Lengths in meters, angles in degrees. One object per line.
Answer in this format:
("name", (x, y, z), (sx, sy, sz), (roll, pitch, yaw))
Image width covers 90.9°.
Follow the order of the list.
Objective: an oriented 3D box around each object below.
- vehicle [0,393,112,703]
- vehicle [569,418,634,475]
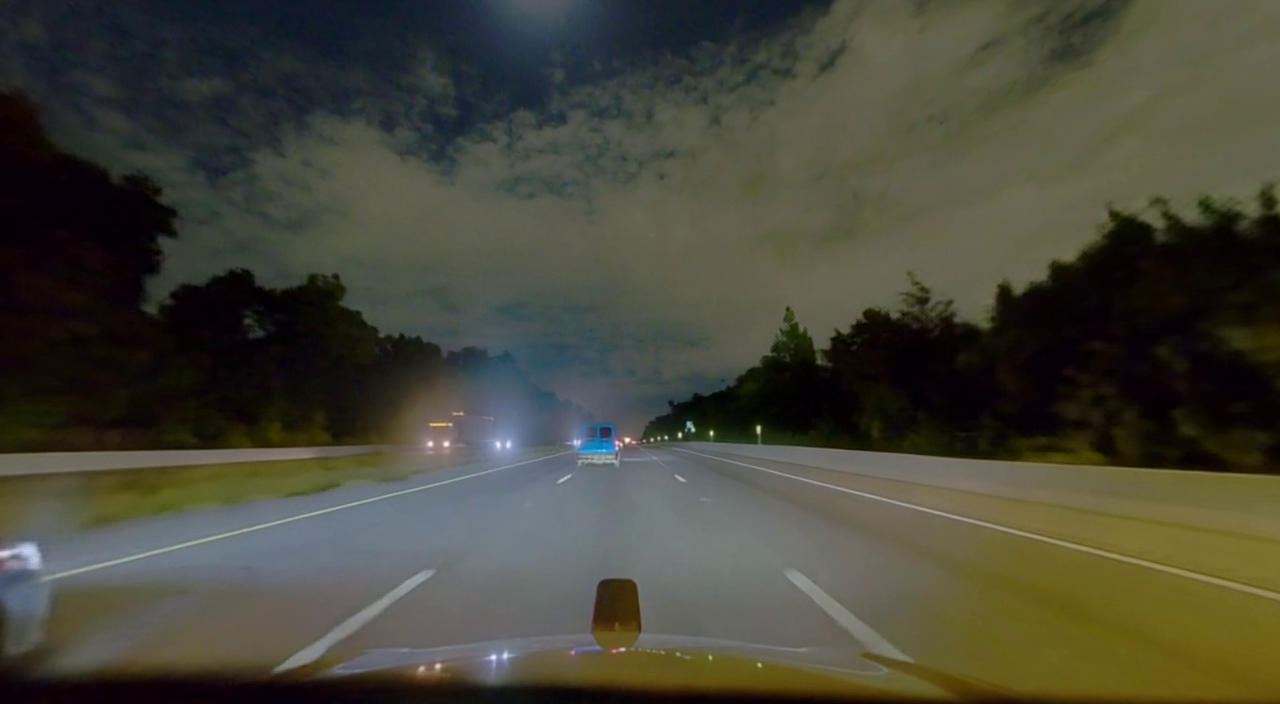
("vehicle", (-3.984, 0.746, 1.044), (2.096, 1.537, 4.700), (0, -7, 1))
("vehicle", (-1.415, 3.739, 25.164), (2.297, 2.011, 4.736), (0, -8, 0))
